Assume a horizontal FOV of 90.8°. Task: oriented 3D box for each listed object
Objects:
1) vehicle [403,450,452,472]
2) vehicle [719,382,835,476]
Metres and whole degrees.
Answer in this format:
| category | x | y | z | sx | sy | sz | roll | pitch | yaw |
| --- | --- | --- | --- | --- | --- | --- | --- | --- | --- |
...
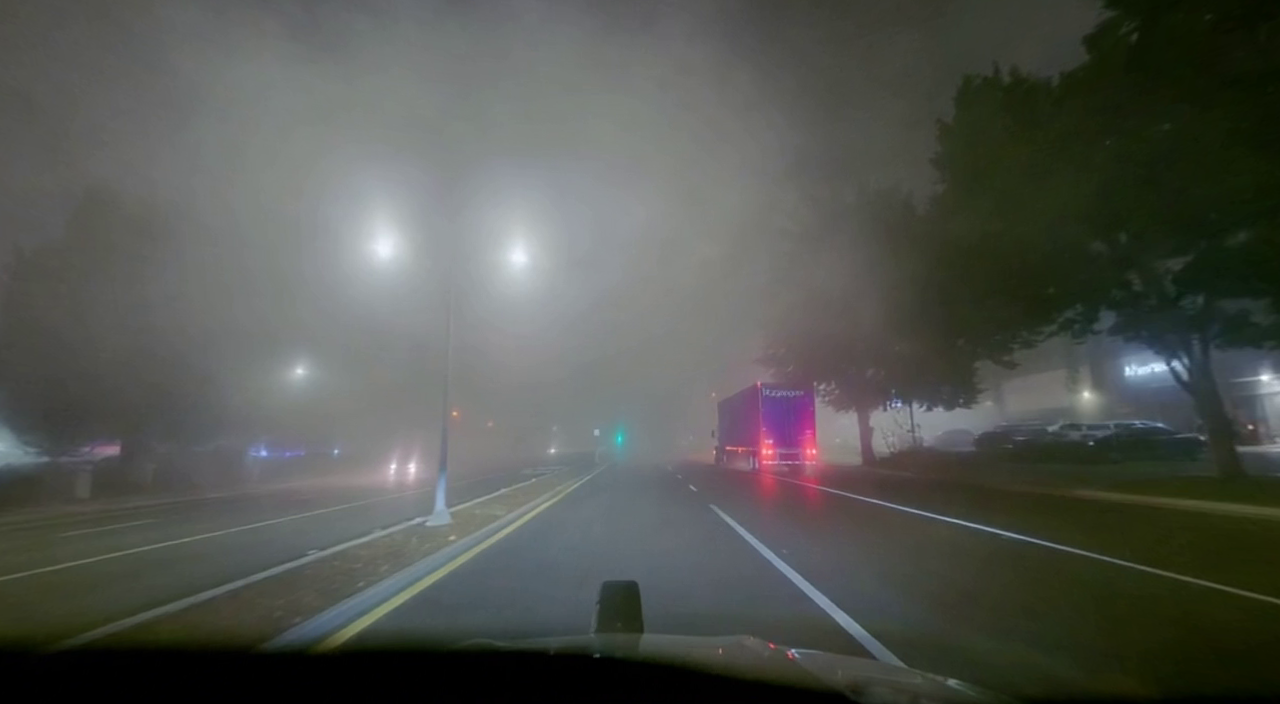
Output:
| category | x | y | z | sx | sy | sz | roll | pitch | yaw |
| --- | --- | --- | --- | --- | --- | --- | --- | --- | --- |
| vehicle | -15.584 | 7.983 | 46.619 | 1.901 | 1.487 | 4.711 | 0 | -8 | 1 |
| vehicle | 6.312 | 3.982 | 31.556 | 3.120 | 3.794 | 11.510 | 0 | -8 | 0 |
